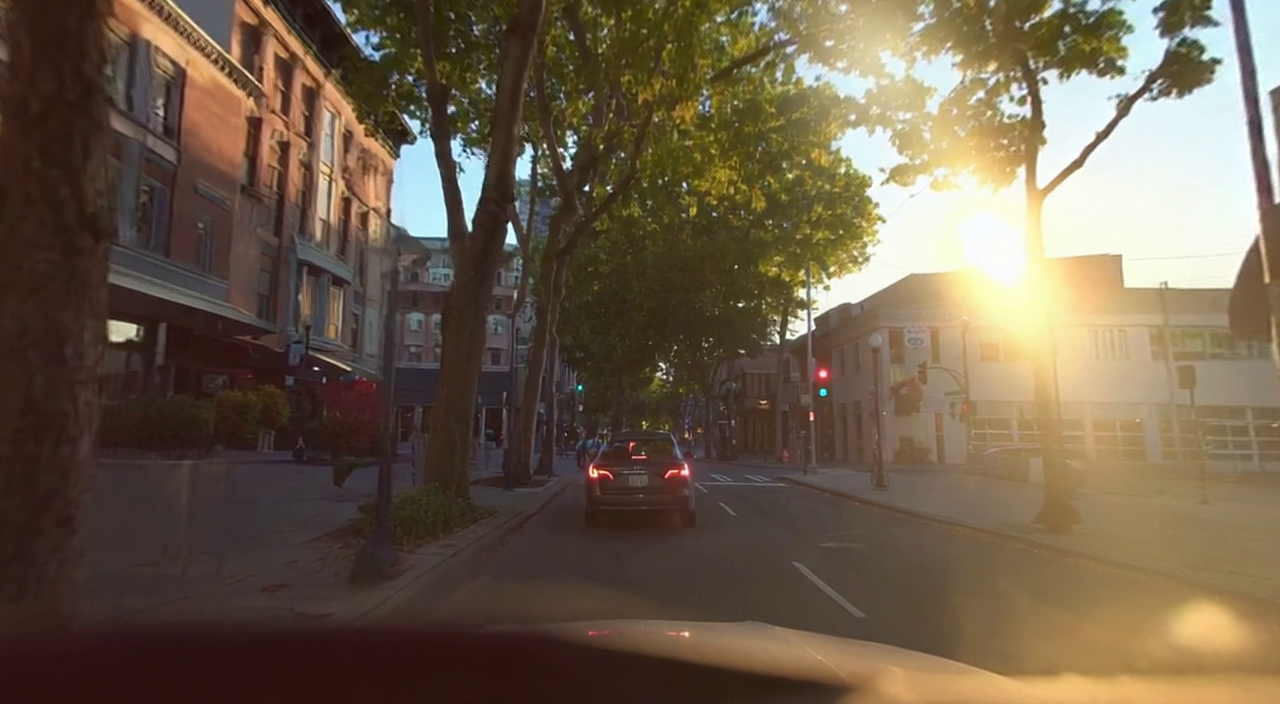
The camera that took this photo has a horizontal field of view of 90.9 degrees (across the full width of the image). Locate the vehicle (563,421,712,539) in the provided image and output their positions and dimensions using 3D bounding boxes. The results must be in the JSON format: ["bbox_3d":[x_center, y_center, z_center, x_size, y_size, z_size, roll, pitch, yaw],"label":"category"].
[{"bbox_3d":[-0.082,2.079,10.832,2.079,1.621,3.861,0,-8,-1],"label":"vehicle"}]
